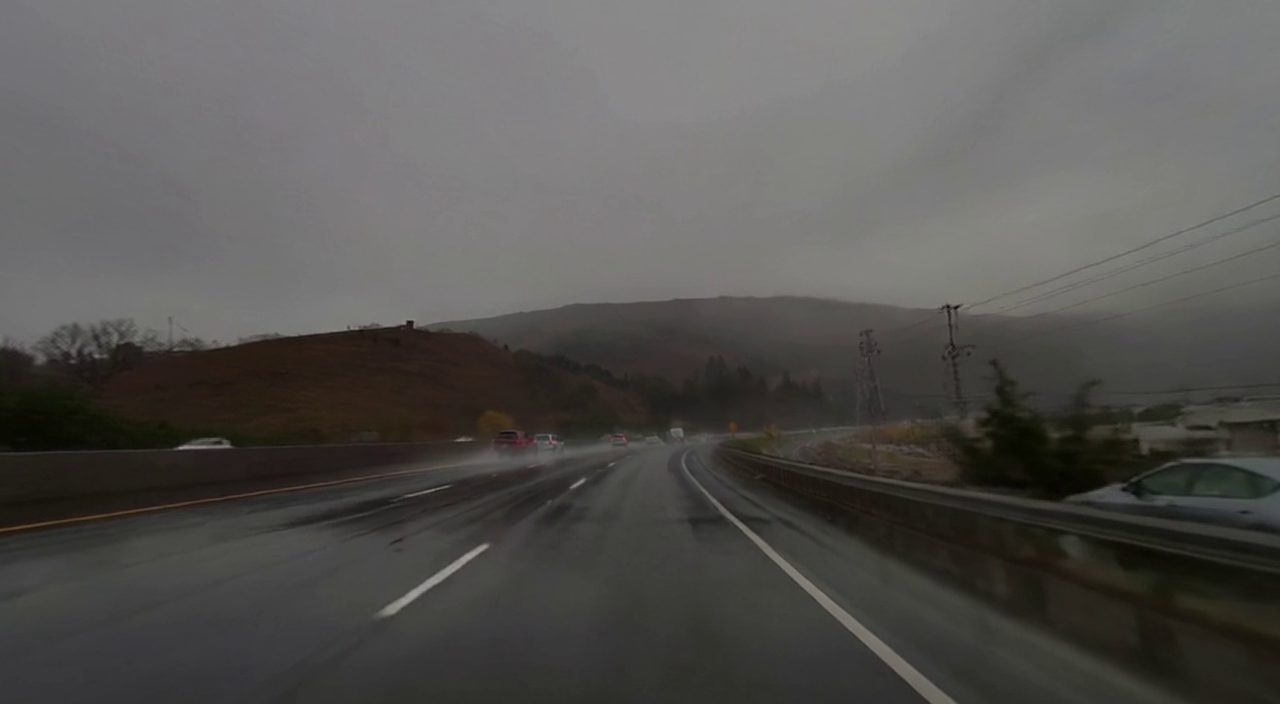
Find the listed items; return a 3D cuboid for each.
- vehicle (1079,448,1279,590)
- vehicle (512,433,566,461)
[{"bbox_3d":[10.267,2.565,10.123,2.325,1.972,5.577,0,-8,0],"label":"vehicle"},{"bbox_3d":[-5.744,5.463,36.232,2.010,1.489,4.456,-1,-8,5],"label":"vehicle"}]
